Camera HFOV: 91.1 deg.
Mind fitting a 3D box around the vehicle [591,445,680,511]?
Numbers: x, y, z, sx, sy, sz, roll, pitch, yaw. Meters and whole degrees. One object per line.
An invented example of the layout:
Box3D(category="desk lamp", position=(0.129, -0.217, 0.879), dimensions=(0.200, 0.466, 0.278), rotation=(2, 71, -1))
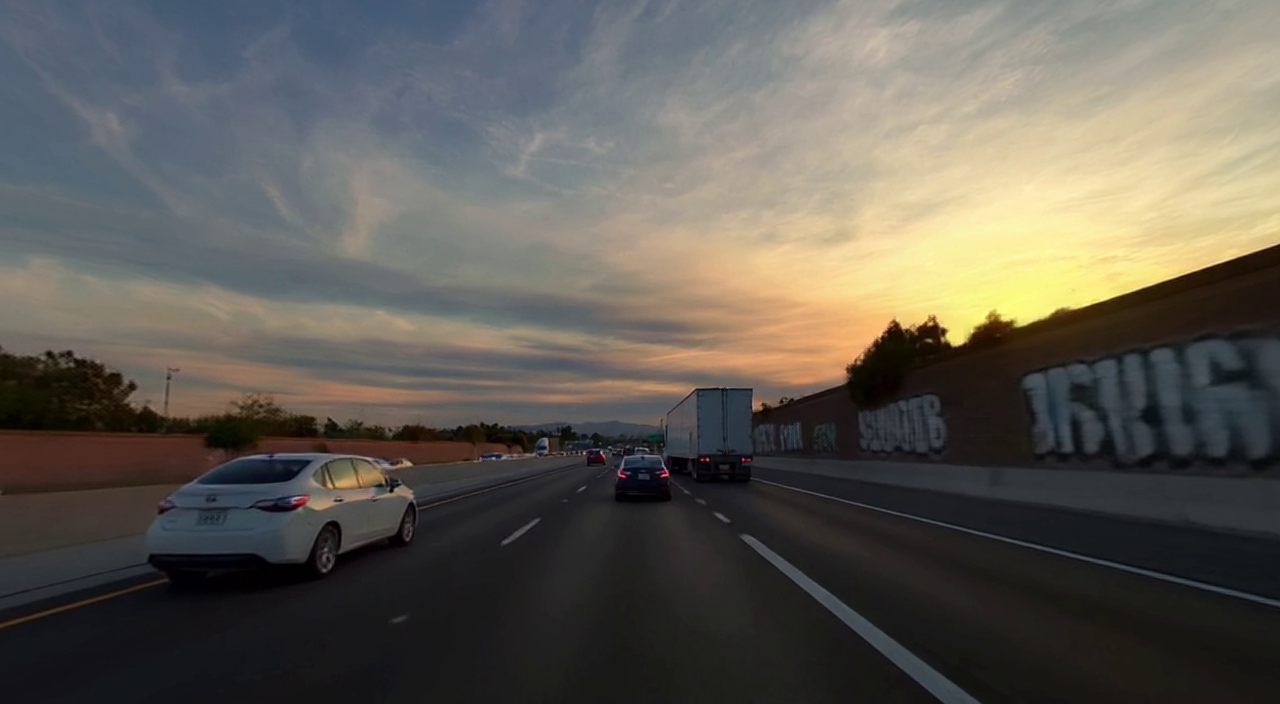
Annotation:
Box3D(category="vehicle", position=(-0.146, 3.166, 16.358), dimensions=(2.033, 1.468, 4.015), rotation=(0, -9, -1))

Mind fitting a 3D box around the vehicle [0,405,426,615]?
Box3D(category="vehicle", position=(-4.456, 1.693, 7.754), dimensions=(1.988, 1.750, 4.711), rotation=(0, -9, -1))

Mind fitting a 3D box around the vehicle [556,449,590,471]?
Box3D(category="vehicle", position=(-4.948, 8.044, 46.963), dimensions=(2.067, 1.481, 4.085), rotation=(0, -9, 0))

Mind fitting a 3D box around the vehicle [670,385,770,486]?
Box3D(category="vehicle", position=(3.559, 4.425, 32.563), dimensions=(2.902, 4.014, 14.446), rotation=(0, -9, -1))
